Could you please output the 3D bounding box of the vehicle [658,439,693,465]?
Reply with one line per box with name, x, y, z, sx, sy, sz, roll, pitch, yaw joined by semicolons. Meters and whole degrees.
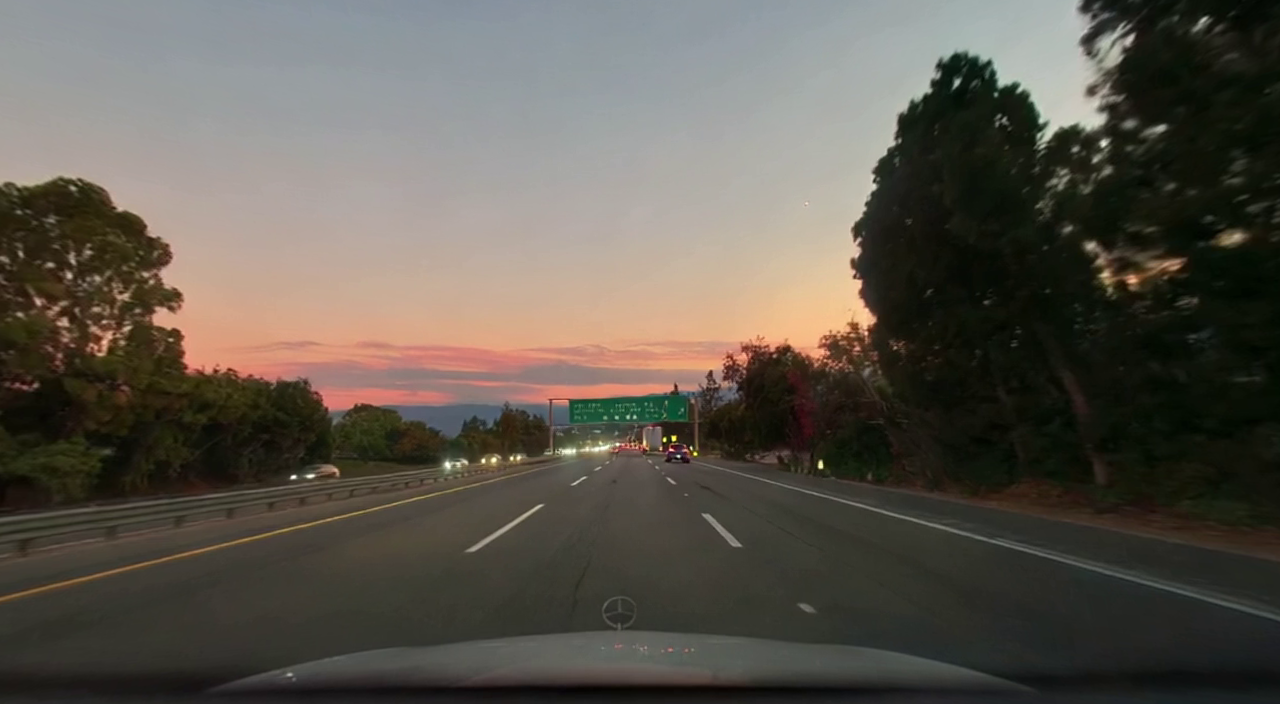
vehicle;2.447;7.036;44.562;2.065;1.760;4.488;0;-8;-2
